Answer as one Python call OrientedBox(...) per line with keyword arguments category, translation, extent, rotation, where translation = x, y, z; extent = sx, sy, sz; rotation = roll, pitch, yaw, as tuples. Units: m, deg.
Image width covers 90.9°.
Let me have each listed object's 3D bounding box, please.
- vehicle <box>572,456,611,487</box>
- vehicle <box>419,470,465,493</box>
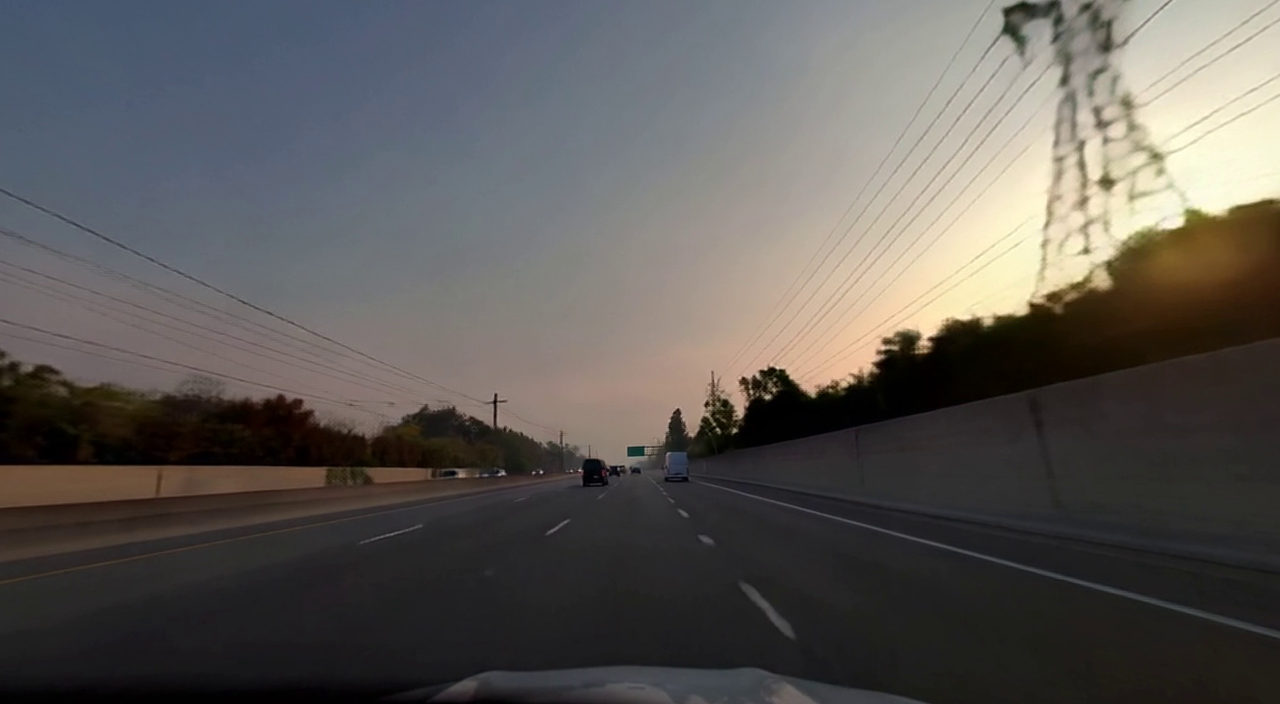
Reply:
OrientedBox(category="vehicle", translation=(-3.297, 8.356, 44.104), extent=(2.324, 2.008, 4.654), rotation=(1, -11, 0))
OrientedBox(category="vehicle", translation=(-13.298, 8.694, 42.472), extent=(1.776, 1.420, 3.864), rotation=(1, -11, 1))
